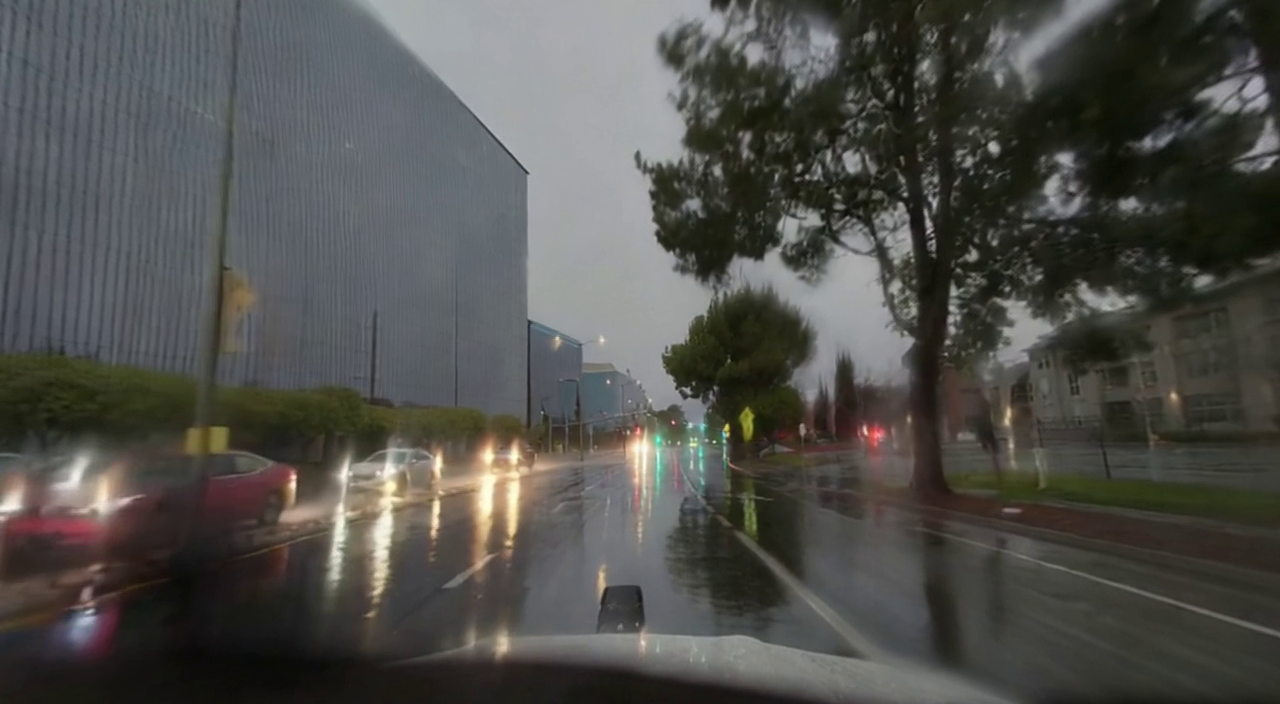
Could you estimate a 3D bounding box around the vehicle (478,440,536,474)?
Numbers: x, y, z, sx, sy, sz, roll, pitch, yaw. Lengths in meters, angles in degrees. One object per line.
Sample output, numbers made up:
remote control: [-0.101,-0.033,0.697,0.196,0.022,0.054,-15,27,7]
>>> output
vehicle: [-7.333,5.819,35.217,1.988,1.755,4.568,0,-8,3]

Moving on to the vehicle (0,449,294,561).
vehicle: [-8.257,2.429,10.906,1.845,1.456,4.616,0,-8,1]

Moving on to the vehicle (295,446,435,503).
vehicle: [-8.089,3.608,19.196,1.983,1.486,4.707,0,-8,2]
